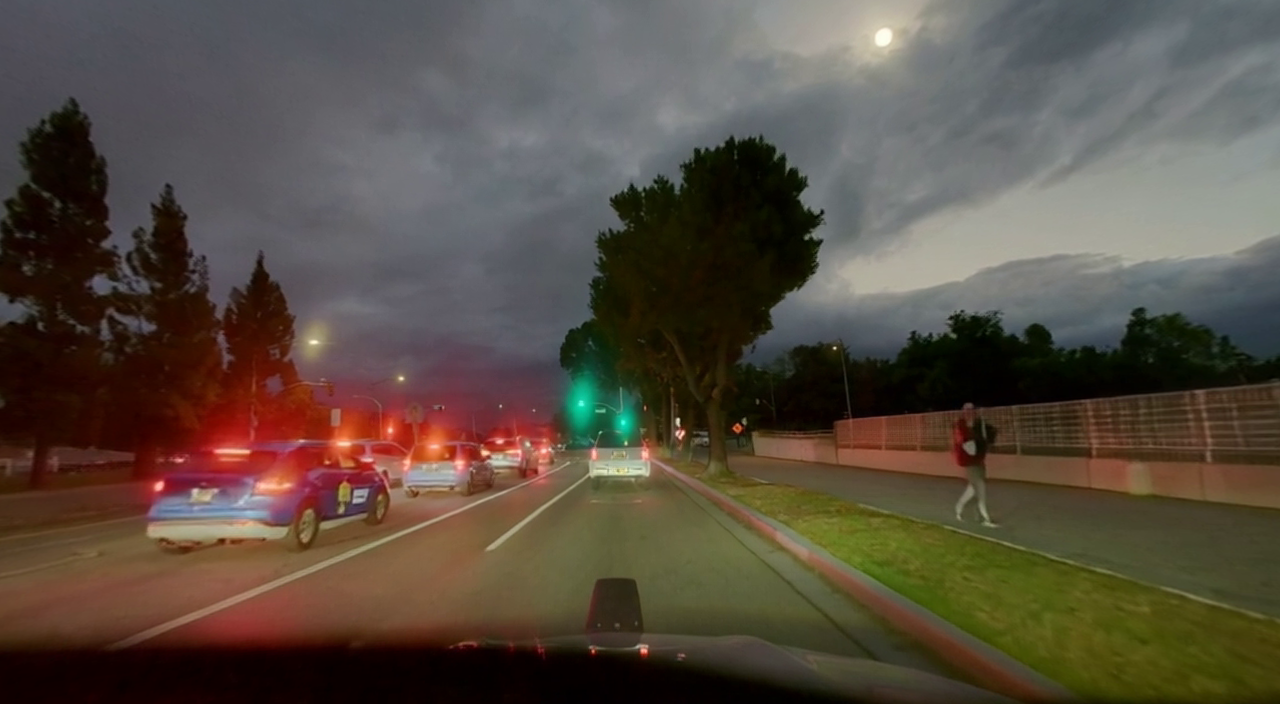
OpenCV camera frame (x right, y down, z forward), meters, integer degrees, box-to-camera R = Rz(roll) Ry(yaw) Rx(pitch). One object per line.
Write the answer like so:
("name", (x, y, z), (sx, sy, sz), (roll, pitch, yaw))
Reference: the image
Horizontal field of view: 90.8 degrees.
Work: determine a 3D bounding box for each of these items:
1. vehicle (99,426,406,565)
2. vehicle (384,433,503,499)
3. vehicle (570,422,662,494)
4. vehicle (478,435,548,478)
("vehicle", (-5.367, 2.010, 9.602), (2.069, 1.616, 4.108), (0, -9, -1))
("vehicle", (-5.536, 3.267, 18.491), (2.010, 1.674, 4.484), (0, -9, 1))
("vehicle", (-0.692, 3.069, 18.590), (2.368, 1.829, 4.293), (0, -9, -2))
("vehicle", (-5.590, 4.670, 28.473), (2.188, 1.774, 4.477), (0, -9, 0))
